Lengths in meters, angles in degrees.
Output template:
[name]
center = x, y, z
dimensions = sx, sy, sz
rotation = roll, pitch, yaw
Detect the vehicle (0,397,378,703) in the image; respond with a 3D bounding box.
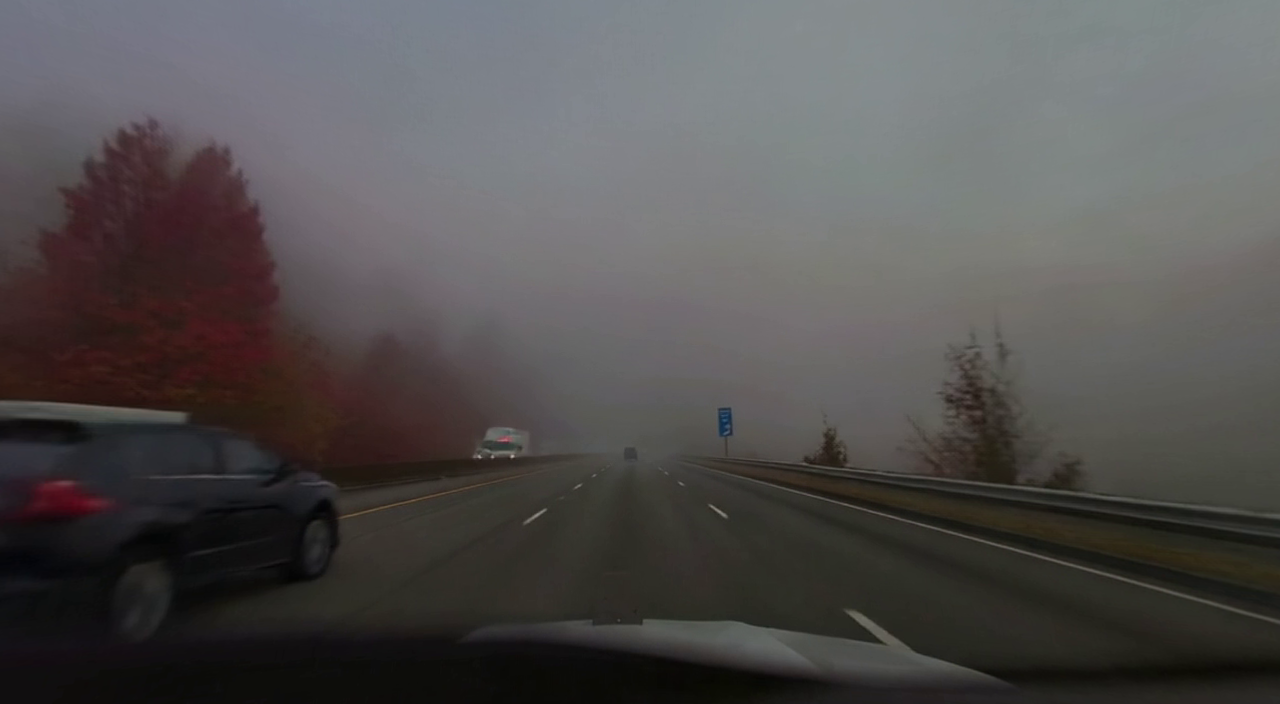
[vehicle]
center = -3.954, 1.254, 4.436
dimensions = 2.153, 1.577, 4.707
rotation = 0, -9, 0
